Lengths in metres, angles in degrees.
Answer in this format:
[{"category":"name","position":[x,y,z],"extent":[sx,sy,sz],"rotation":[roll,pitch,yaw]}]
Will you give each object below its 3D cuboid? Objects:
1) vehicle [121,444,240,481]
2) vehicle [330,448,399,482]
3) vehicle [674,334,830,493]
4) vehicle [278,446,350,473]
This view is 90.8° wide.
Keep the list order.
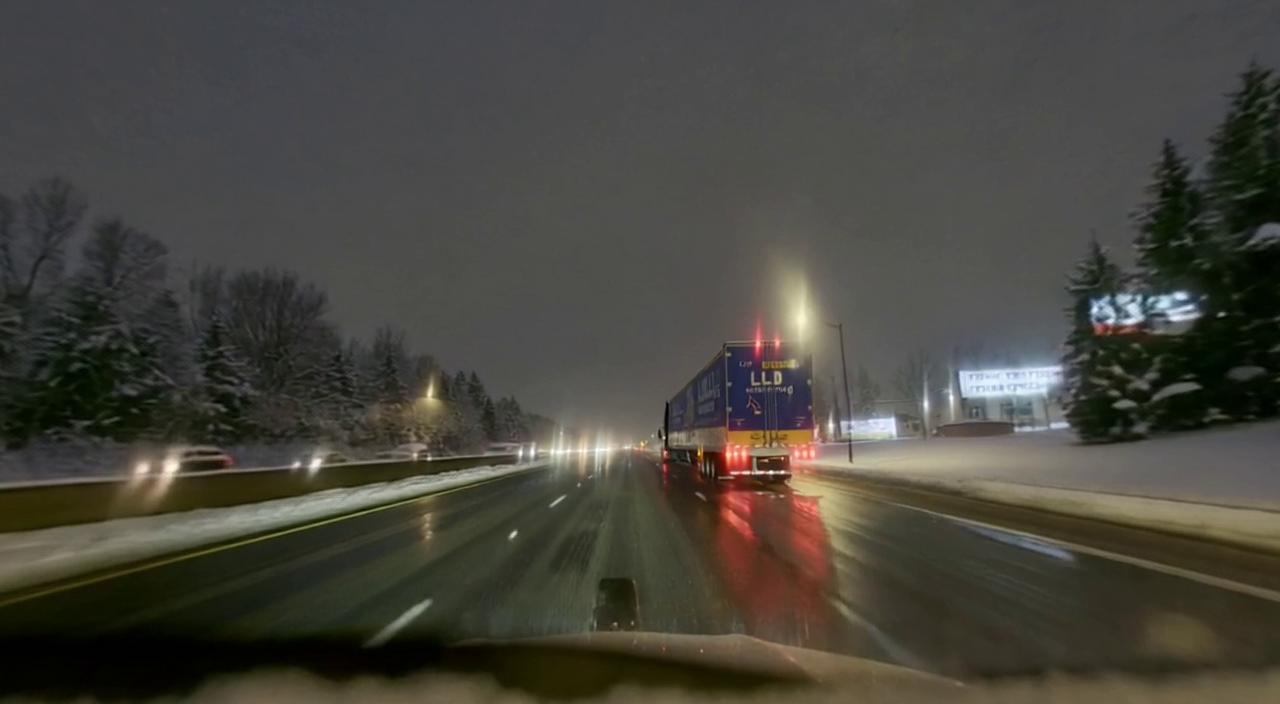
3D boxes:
[{"category":"vehicle","position":[-22.148,5.336,30.769],"extent":[2.137,1.618,5.008],"rotation":[0,-9,-1]},{"category":"vehicle","position":[-11.264,4.613,26.030],"extent":[1.439,1.299,3.155],"rotation":[0,-9,-1]},{"category":"vehicle","position":[3.493,2.929,25.898],"extent":[2.891,4.387,17.121],"rotation":[0,-9,-1]},{"category":"vehicle","position":[-18.682,6.164,36.440],"extent":[1.933,1.487,4.220],"rotation":[0,-9,-1]}]
